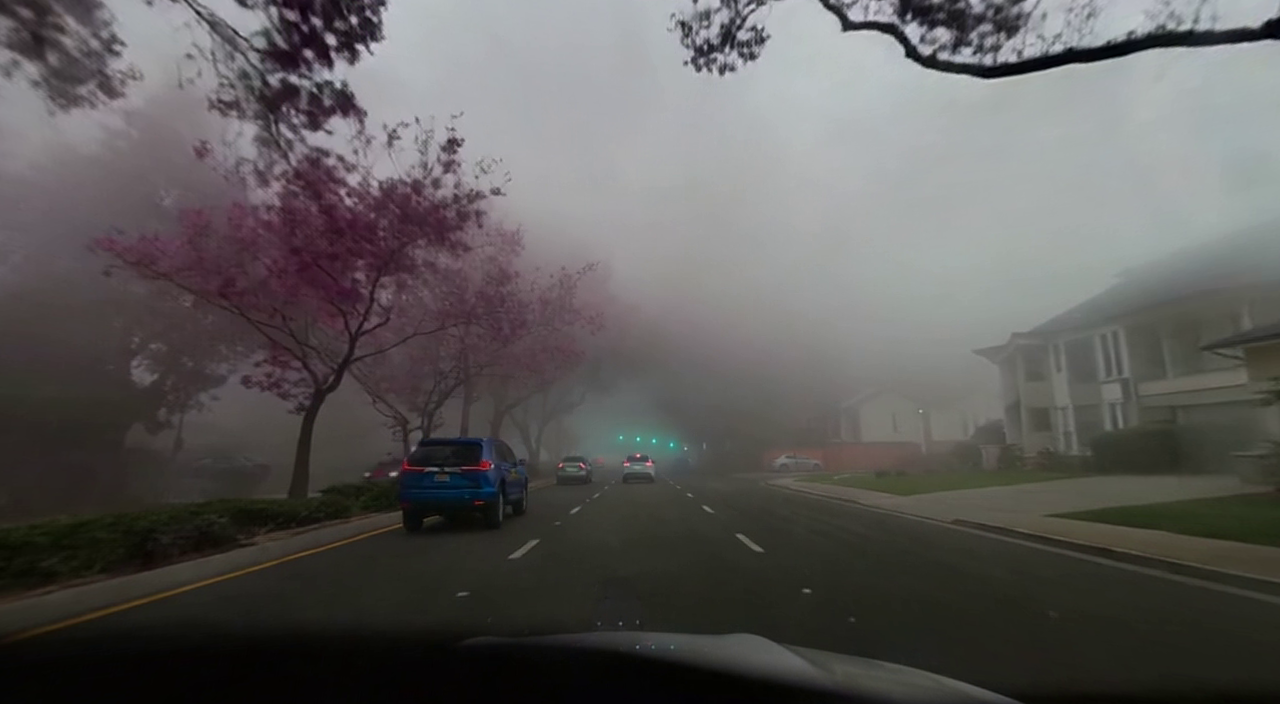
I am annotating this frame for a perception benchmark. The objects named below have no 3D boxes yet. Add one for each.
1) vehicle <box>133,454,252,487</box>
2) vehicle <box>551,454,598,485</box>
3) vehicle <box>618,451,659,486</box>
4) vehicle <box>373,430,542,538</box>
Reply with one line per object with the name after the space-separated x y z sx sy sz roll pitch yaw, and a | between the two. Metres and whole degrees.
-28.648 7.575 40.669 5.692 1.926 2.274 3 -9 -18 | vehicle
-3.537 6.404 34.679 2.066 1.565 3.905 0 -8 2 | vehicle
-0.049 6.044 32.995 1.997 1.636 3.760 0 -8 0 | vehicle
-3.682 2.742 13.875 2.161 1.919 4.798 0 -8 1 | vehicle
